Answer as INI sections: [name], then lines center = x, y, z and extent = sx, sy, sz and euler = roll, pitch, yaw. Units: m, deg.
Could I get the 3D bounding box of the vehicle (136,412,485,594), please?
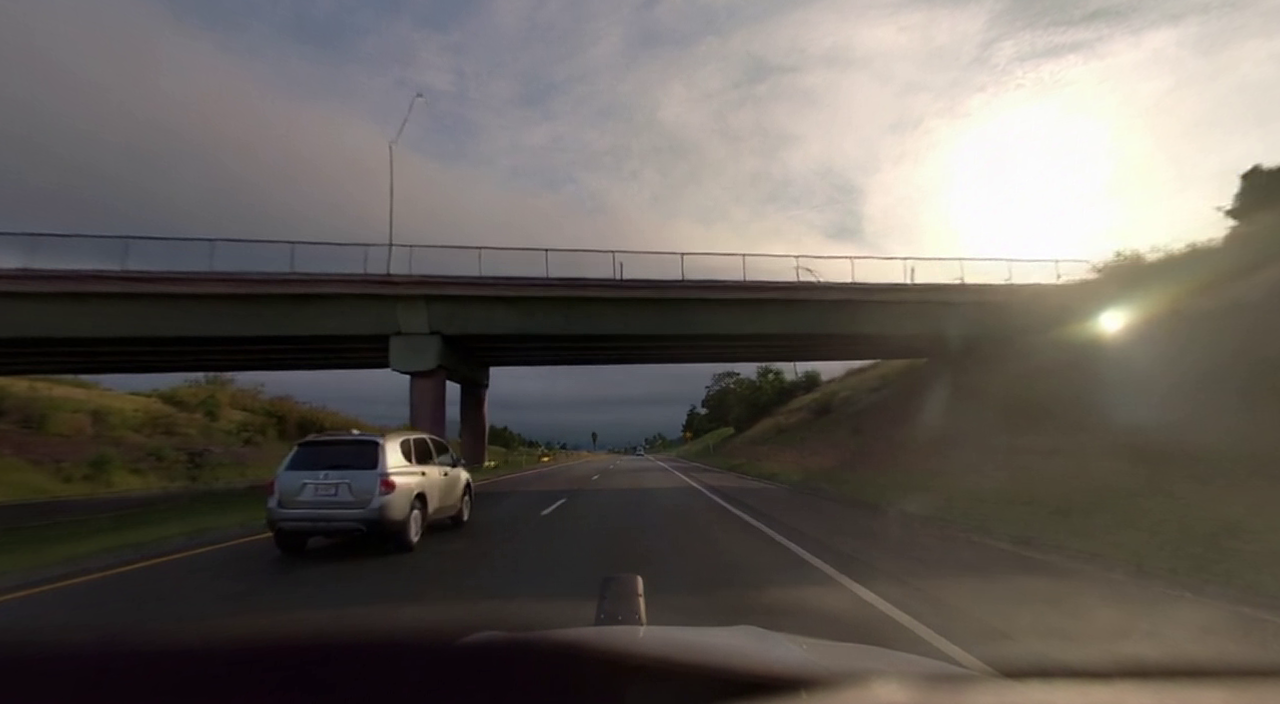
[vehicle]
center = -3.591, 1.730, 8.036
extent = 2.082, 1.668, 4.274
euler = 0, -9, 1
